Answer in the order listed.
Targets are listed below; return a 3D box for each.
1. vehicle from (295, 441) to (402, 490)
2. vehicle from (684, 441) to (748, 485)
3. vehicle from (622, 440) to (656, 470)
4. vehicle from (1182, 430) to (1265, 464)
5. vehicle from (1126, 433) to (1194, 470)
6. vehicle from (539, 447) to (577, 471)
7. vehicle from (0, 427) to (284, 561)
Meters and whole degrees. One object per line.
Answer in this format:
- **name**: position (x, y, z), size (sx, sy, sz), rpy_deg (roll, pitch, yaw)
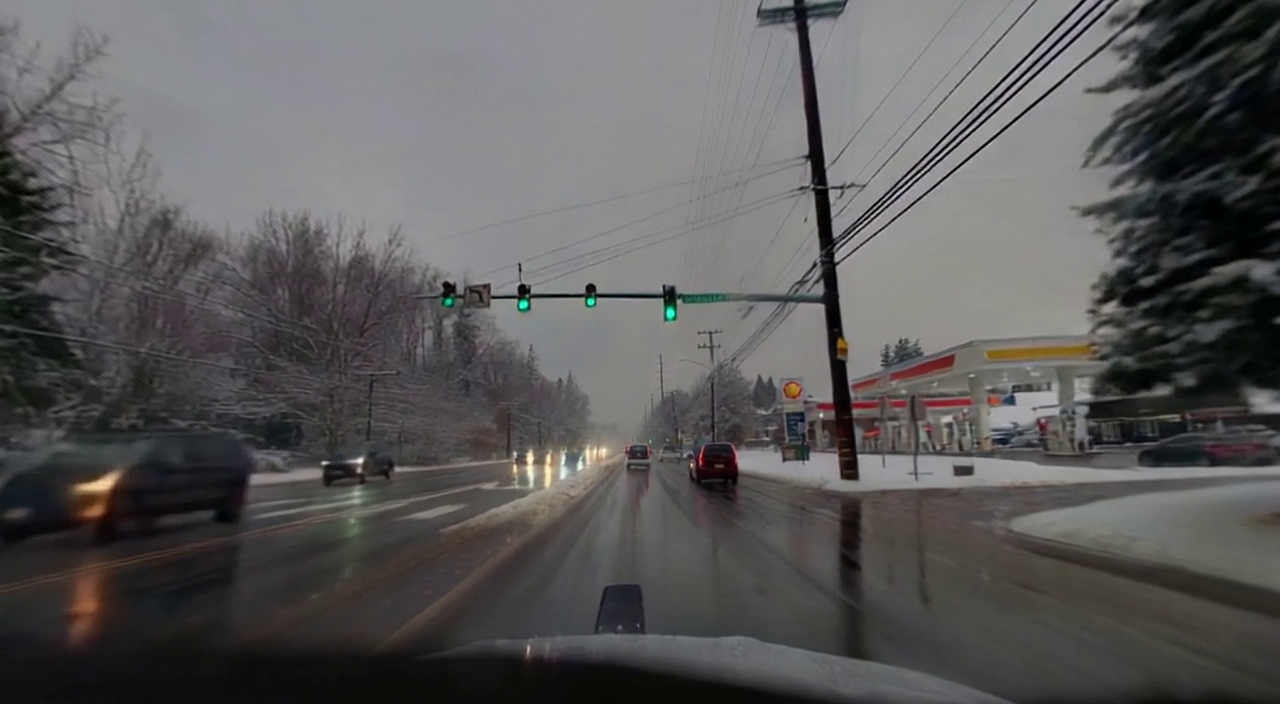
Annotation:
- **vehicle**: position (-11.778, 4.570, 25.941), size (2.165, 1.810, 4.607), rpy_deg (0, -8, 0)
- **vehicle**: position (3.012, 4.470, 25.816), size (1.990, 1.592, 4.294), rpy_deg (0, -8, -1)
- **vehicle**: position (-0.103, 6.872, 42.345), size (2.163, 1.825, 4.073), rpy_deg (0, -8, 0)
- **vehicle**: position (27.449, 4.482, 29.863), size (1.825, 1.476, 3.833), rpy_deg (-5, -9, 27)
- **vehicle**: position (24.358, 4.621, 29.736), size (2.071, 1.528, 4.644), rpy_deg (-6, -9, 35)
- **vehicle**: position (-5.421, 7.111, 42.269), size (2.032, 1.487, 4.413), rpy_deg (0, -8, -2)
- **vehicle**: position (-8.393, 2.159, 10.402), size (2.518, 1.719, 4.314), rpy_deg (0, -8, 0)
